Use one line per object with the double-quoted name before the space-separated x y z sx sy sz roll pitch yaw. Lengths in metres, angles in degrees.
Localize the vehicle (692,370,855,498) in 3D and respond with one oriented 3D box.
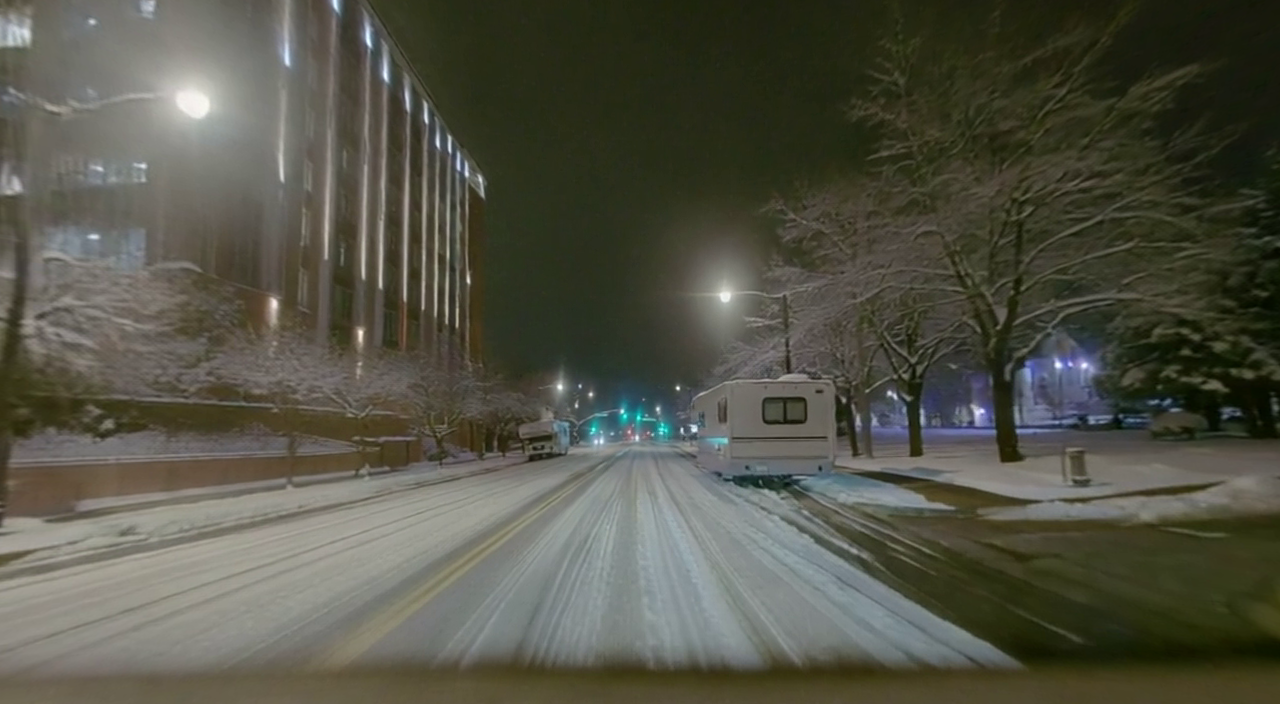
"vehicle" 3.675 2.559 20.023 3.074 3.099 8.805 1 -7 -1
